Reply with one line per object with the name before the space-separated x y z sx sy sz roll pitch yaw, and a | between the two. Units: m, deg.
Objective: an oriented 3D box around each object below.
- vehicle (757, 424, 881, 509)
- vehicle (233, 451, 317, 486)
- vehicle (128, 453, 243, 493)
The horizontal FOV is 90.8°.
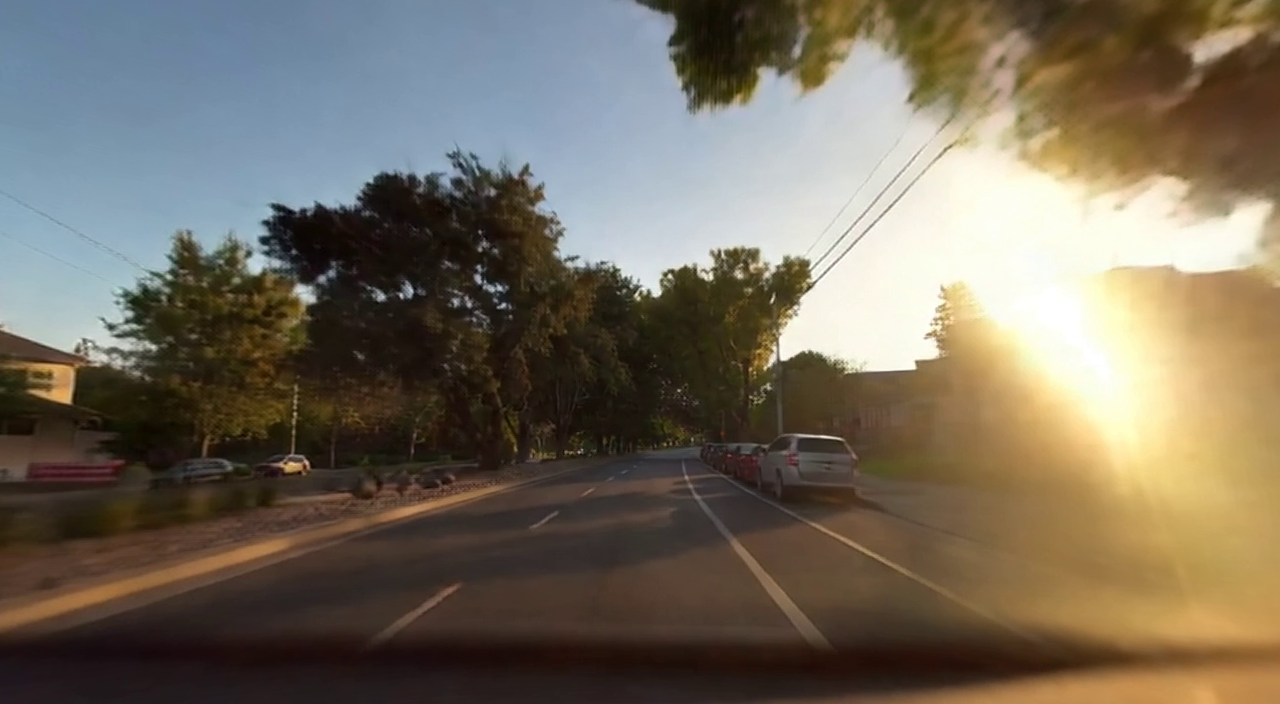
vehicle | 4.099 2.700 15.283 2.013 1.710 4.403 -1 -9 4
vehicle | -22.572 7.201 39.317 2.171 1.745 4.867 -2 -7 3
vehicle | -23.273 6.198 32.636 2.120 1.824 4.908 -1 -9 3
